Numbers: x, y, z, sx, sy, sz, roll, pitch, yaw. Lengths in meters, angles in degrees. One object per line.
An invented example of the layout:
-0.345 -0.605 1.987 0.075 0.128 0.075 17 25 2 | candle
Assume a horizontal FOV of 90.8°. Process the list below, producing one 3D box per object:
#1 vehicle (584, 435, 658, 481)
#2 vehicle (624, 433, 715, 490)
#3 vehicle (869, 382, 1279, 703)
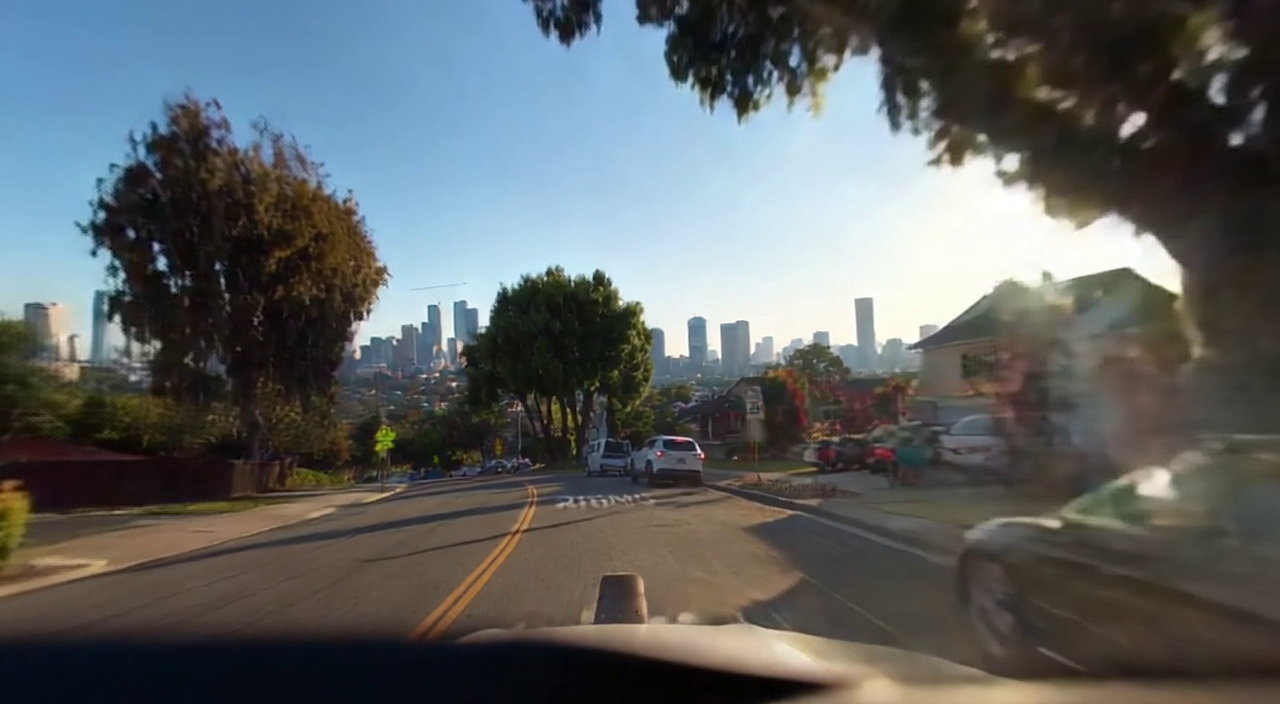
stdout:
-1.011 4.707 28.516 2.180 1.849 5.423 2 -9 -14 | vehicle
0.832 3.597 21.190 1.965 1.663 4.744 1 -8 -11 | vehicle
2.931 0.901 2.264 2.181 1.494 5.023 0 -8 -2 | vehicle
